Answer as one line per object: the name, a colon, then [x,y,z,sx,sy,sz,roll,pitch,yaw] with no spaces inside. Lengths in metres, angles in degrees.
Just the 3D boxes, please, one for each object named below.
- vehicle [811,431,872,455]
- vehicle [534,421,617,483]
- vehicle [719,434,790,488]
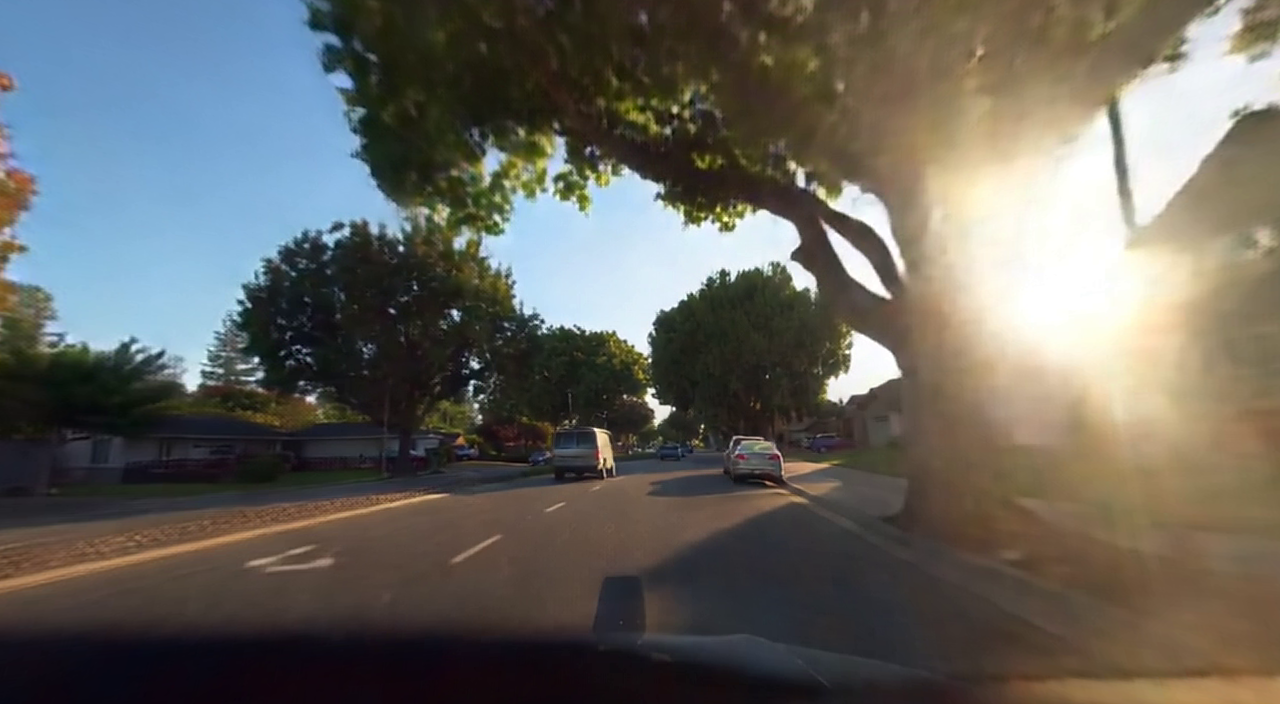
vehicle: [15.719,7.150,49.593,4.249,1.550,1.843,-4,-8,10]
vehicle: [-2.328,3.828,24.412,2.085,2.084,5.133,-1,-8,7]
vehicle: [3.833,3.730,21.933,2.040,1.643,4.446,-1,-8,6]
